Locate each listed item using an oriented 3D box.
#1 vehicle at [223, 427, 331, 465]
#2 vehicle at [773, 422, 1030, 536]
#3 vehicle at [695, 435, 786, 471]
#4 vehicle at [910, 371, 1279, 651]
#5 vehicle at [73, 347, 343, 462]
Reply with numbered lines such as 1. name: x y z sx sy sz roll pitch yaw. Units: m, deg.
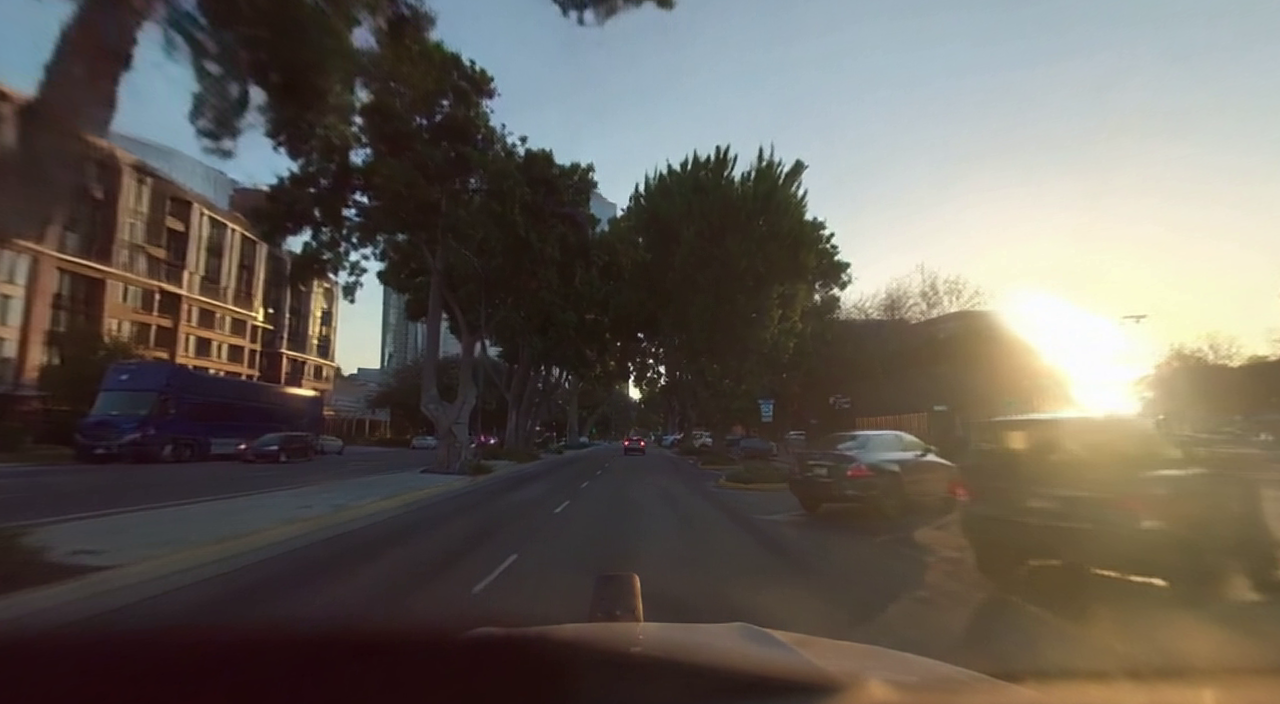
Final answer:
1. vehicle: -15.553 4.074 27.315 1.909 1.465 4.758 0 -8 -1
2. vehicle: 4.518 1.977 10.546 4.720 1.487 1.876 6 -10 -39
3. vehicle: 4.559 4.520 28.504 3.896 1.488 1.868 6 -10 -38
4. vehicle: 4.781 1.233 5.976 4.585 1.660 1.969 6 -10 -37
5. vehicle: -18.910 2.879 29.831 3.054 4.140 14.110 -1 -8 -1
